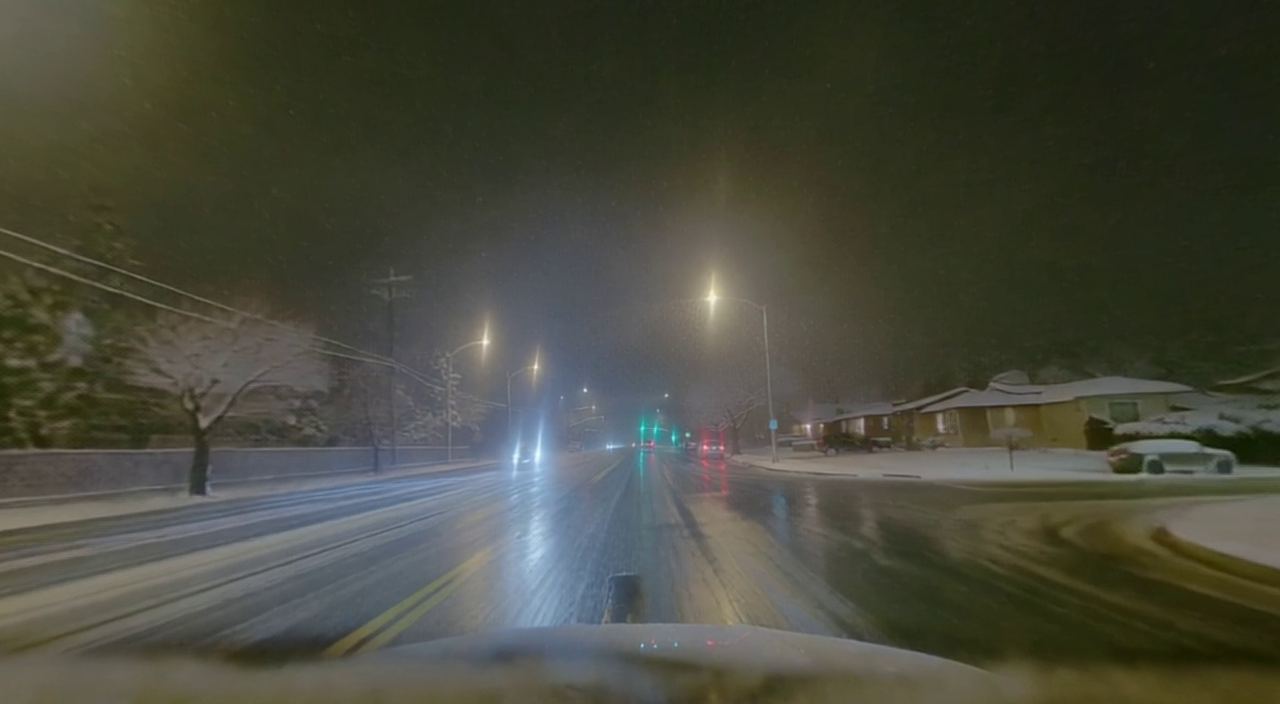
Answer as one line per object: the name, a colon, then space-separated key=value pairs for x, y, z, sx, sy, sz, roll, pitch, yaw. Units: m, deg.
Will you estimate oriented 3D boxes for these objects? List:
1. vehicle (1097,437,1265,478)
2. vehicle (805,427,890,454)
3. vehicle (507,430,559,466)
vehicle: x=20.883 y=4.062 z=24.350 sx=4.849 sy=1.470 sz=2.041 roll=0 pitch=-8 yaw=-7
vehicle: x=13.645 y=5.834 z=41.469 sx=4.674 sy=1.557 sz=2.288 roll=-1 pitch=-8 yaw=-5
vehicle: x=-7.268 y=6.612 z=43.297 sx=2.413 sy=2.267 sz=6.252 roll=0 pitch=-9 yaw=1
